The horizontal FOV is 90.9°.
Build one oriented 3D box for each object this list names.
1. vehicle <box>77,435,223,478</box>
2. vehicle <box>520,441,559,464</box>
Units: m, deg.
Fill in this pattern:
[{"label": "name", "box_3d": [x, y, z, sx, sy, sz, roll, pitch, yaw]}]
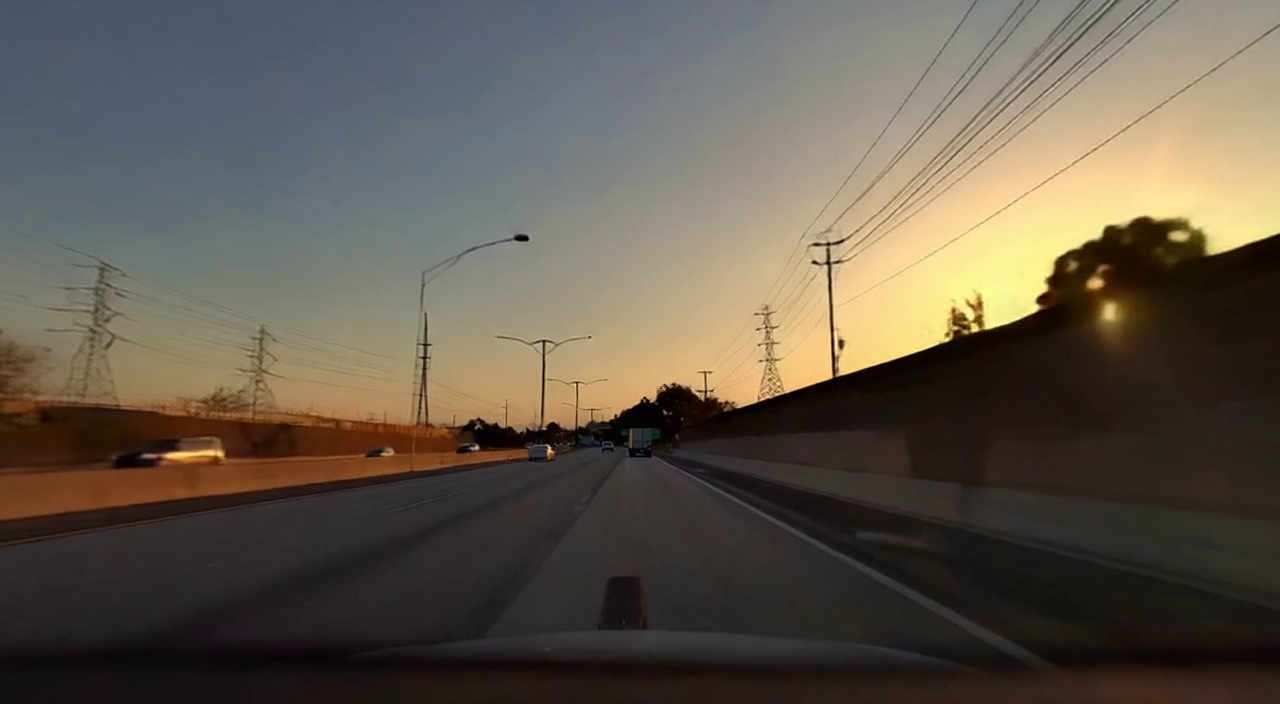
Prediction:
[{"label": "vehicle", "box_3d": [-22.568, 4.838, 29.487, 2.190, 1.809, 5.776, 0, -8, 0]}, {"label": "vehicle", "box_3d": [-7.283, 7.324, 46.138, 2.064, 1.642, 4.389, 0, -8, 0]}]
